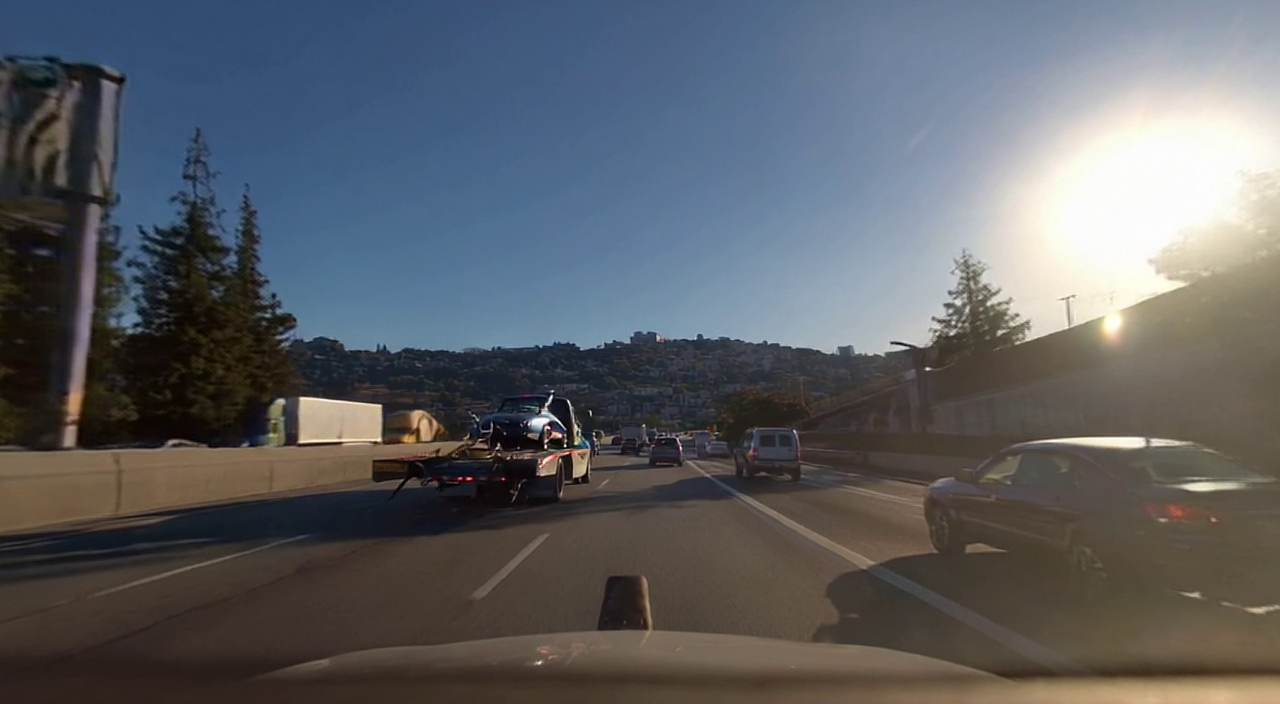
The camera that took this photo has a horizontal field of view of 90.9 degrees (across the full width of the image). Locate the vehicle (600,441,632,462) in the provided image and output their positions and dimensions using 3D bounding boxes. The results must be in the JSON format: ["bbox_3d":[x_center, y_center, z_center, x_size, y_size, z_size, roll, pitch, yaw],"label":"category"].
[{"bbox_3d":[-1.760,7.374,46.832,2.016,1.450,4.310,0,-8,3],"label":"vehicle"}]

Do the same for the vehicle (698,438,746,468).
[{"bbox_3d":[4.732,5.879,36.991,2.075,1.614,4.682,0,-8,-1],"label":"vehicle"}]

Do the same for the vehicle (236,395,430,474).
[{"bbox_3d":[-16.086,4.700,35.268,3.195,3.540,13.835,-1,-8,4],"label":"vehicle"}]

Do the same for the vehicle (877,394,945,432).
[{"bbox_3d":[19.750,4.532,46.281,2.433,2.488,4.939,1,-8,-5],"label":"vehicle"}]

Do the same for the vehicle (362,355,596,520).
[{"bbox_3d":[-3.240,2.270,16.506,3.162,2.955,10.282,0,-8,2],"label":"vehicle"}]

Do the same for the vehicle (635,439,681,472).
[{"bbox_3d":[0.863,4.946,30.367,2.079,1.499,3.915,0,-8,1],"label":"vehicle"}]

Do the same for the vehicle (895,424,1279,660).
[{"bbox_3d":[4.529,1.528,6.248,2.040,1.481,4.260,0,-8,-3],"label":"vehicle"}]

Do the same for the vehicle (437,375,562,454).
[{"bbox_3d":[-3.257,1.660,15.696,1.893,1.674,4.766,0,-8,2],"label":"vehicle"}]

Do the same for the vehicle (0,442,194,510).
[{"bbox_3d":[-13.386,2.988,15.709,1.824,1.475,3.671,0,-8,0],"label":"vehicle"}]
